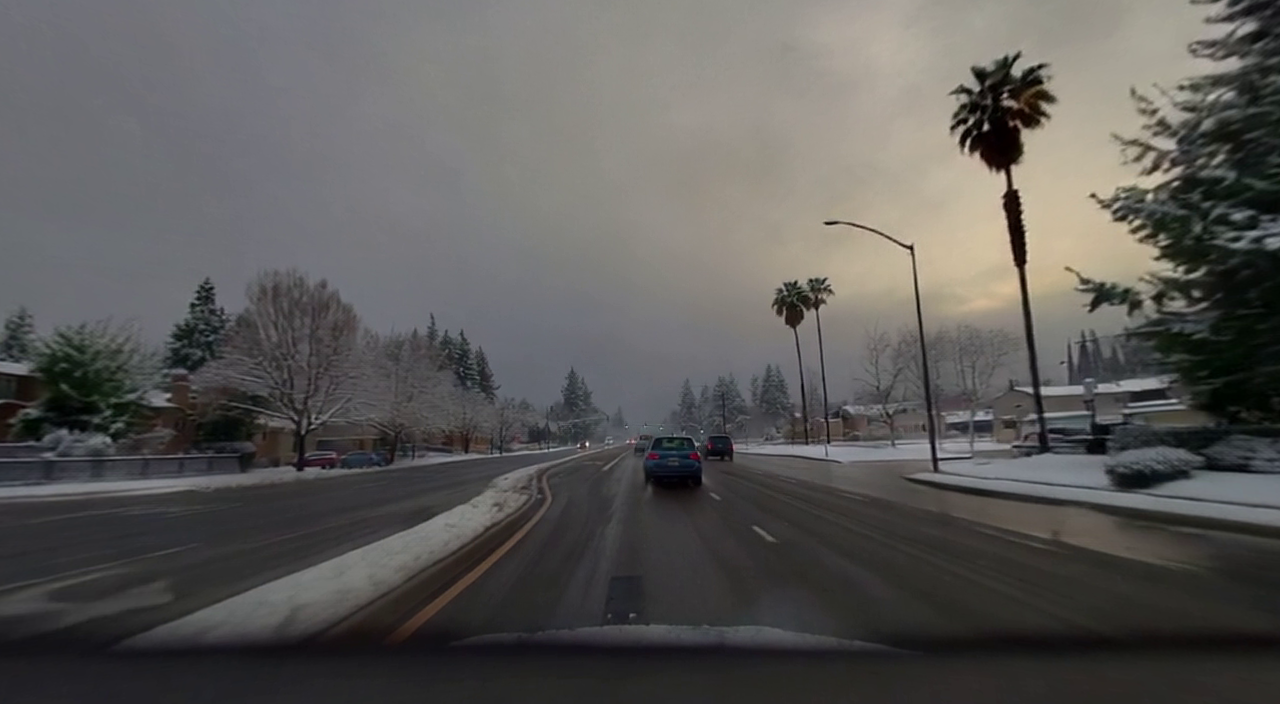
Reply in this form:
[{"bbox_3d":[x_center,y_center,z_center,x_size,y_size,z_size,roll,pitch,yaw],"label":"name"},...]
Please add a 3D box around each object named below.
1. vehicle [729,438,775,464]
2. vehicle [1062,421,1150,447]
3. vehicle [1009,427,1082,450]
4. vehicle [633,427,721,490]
[{"bbox_3d":[6.641,5.932,37.803,1.897,1.477,4.360,0,-8,-1],"label":"vehicle"},{"bbox_3d":[32.753,5.829,44.484,1.946,1.740,4.813,2,-9,-10],"label":"vehicle"},{"bbox_3d":[27.655,5.931,43.080,1.781,1.520,3.979,2,-9,-13],"label":"vehicle"},{"bbox_3d":[0.978,3.208,19.252,2.289,1.679,4.180,0,-8,-2],"label":"vehicle"}]
